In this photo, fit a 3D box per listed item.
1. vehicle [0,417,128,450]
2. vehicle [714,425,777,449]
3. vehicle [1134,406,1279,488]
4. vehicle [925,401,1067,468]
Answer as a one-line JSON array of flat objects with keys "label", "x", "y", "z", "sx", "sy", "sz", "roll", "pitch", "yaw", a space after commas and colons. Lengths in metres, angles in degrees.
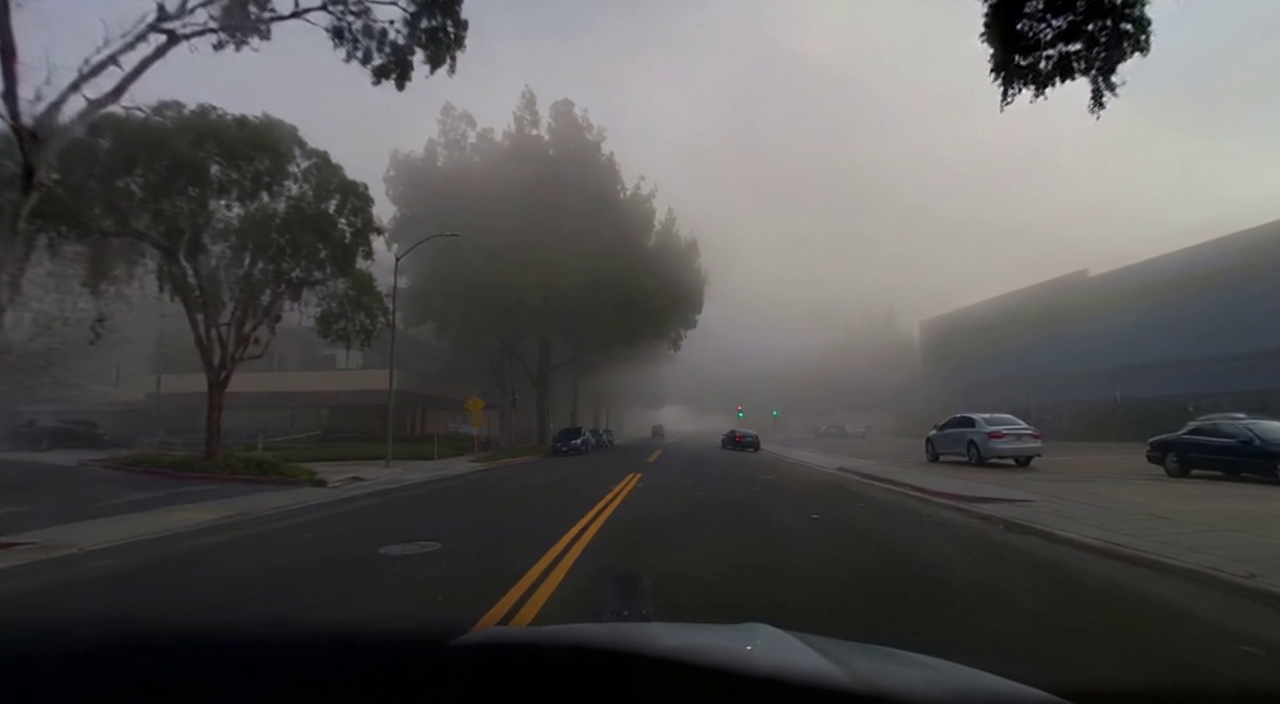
[{"label": "vehicle", "x": -29.680, "y": 4.164, "z": 32.221, "sx": 4.814, "sy": 1.609, "sz": 2.197, "roll": 2, "pitch": -7, "yaw": -16}, {"label": "vehicle", "x": 8.118, "y": 6.511, "z": 48.390, "sx": 4.277, "sy": 1.740, "sz": 2.097, "roll": -4, "pitch": -8, "yaw": 30}, {"label": "vehicle", "x": 12.948, "y": 1.933, "z": 13.028, "sx": 1.903, "sy": 1.528, "sz": 4.374, "roll": 0, "pitch": -7, "yaw": 0}, {"label": "vehicle", "x": 10.976, "y": 2.631, "z": 19.914, "sx": 2.018, "sy": 1.840, "sz": 4.662, "roll": -1, "pitch": -8, "yaw": 5}]
